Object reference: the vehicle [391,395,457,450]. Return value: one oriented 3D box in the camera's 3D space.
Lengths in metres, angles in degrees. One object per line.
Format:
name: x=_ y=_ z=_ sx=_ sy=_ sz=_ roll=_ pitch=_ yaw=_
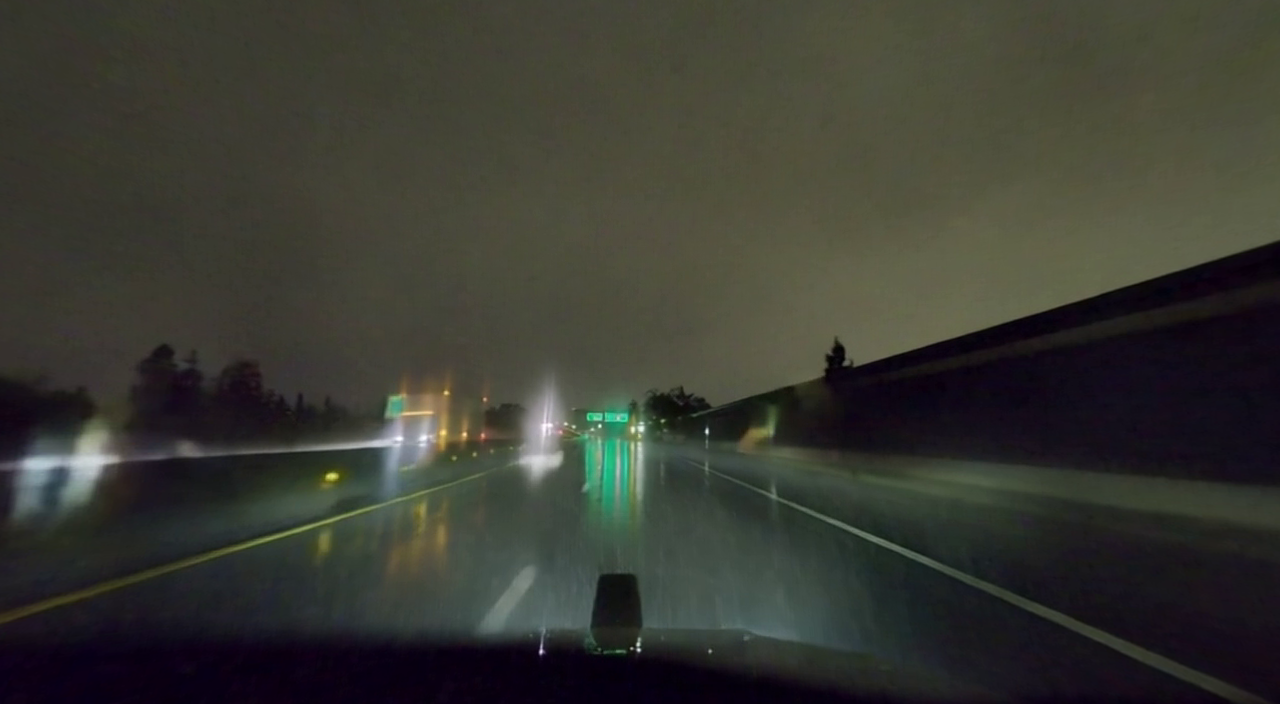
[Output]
vehicle: x=-16.465 y=5.464 z=48.466 sx=3.006 sy=3.965 sz=5.994 roll=1 pitch=-8 yaw=-2
